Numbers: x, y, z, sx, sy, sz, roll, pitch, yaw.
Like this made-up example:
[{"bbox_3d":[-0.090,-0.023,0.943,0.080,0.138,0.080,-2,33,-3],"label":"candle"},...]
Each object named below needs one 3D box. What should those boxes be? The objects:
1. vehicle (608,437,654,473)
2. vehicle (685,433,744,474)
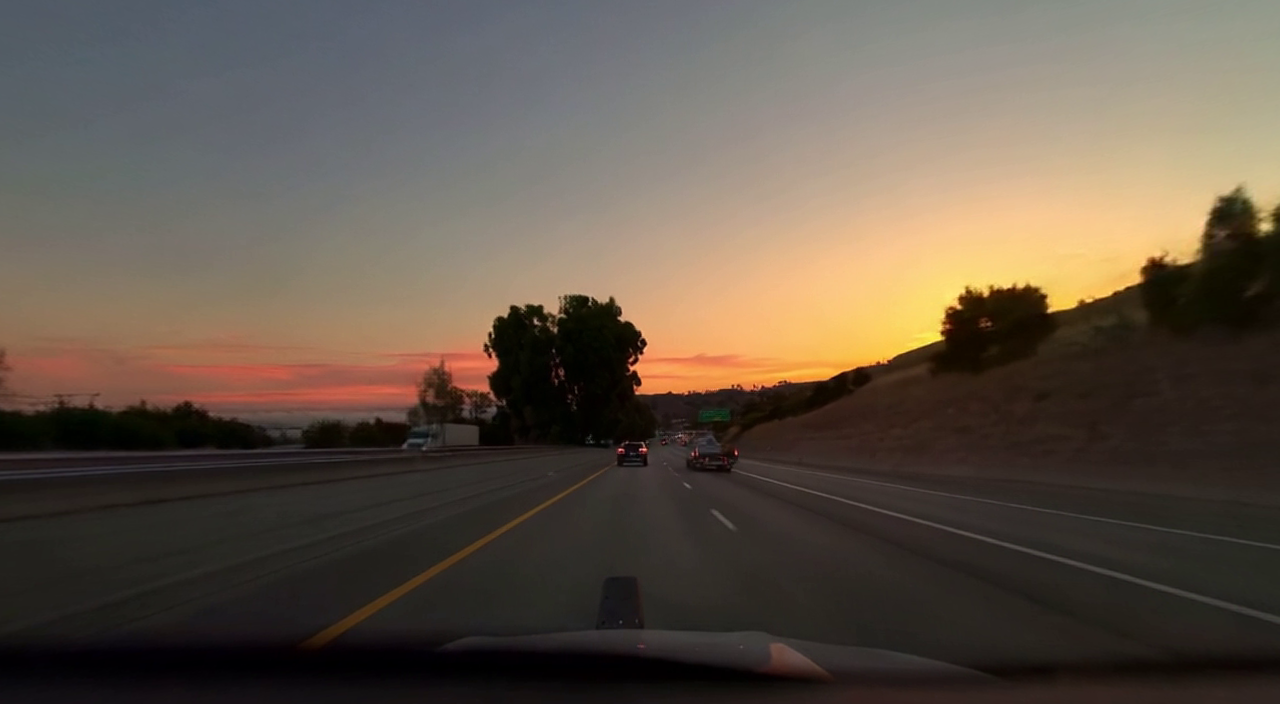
[{"bbox_3d":[-0.375,5.108,31.421,2.142,1.664,4.076,0,-9,1],"label":"vehicle"},{"bbox_3d":[3.567,4.993,31.108,2.269,1.839,4.554,0,-9,-1],"label":"vehicle"}]
